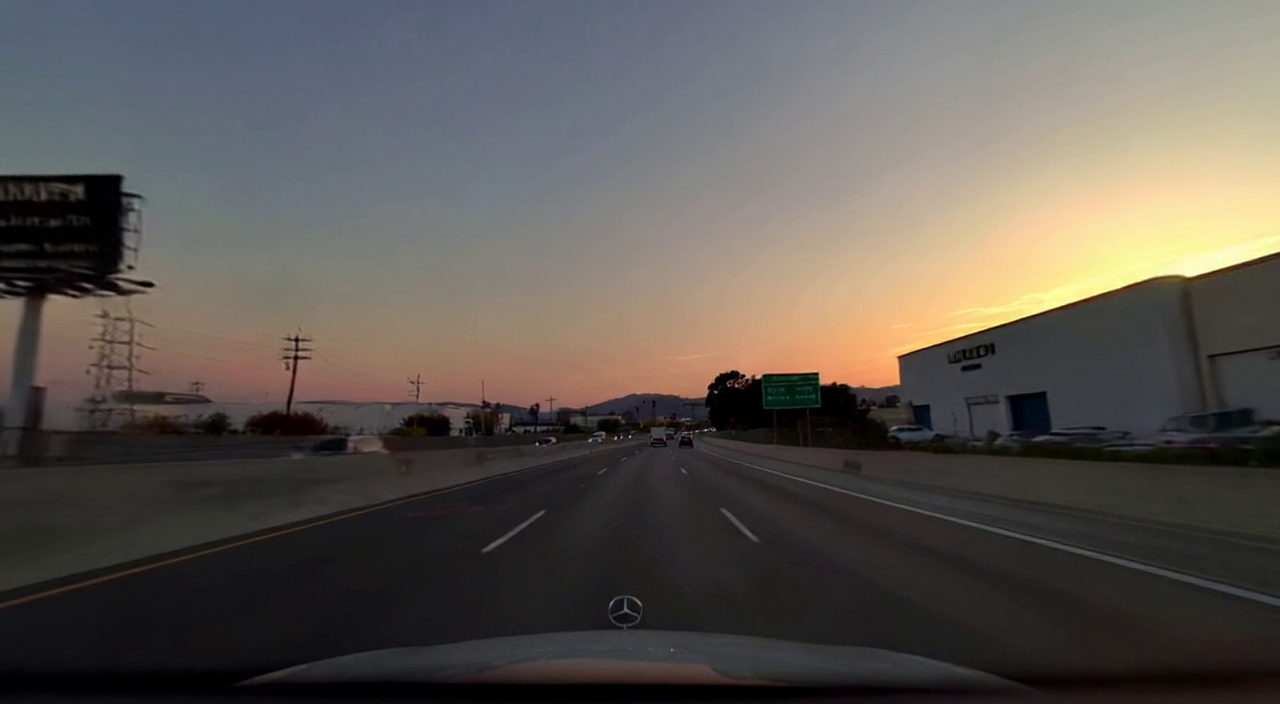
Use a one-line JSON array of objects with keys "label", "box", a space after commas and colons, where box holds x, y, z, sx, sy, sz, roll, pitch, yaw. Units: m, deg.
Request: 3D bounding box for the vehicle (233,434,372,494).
[{"label": "vehicle", "box": [-10.369, 3.450, 19.822, 1.956, 1.669, 4.228, 0, -8, 1]}]
